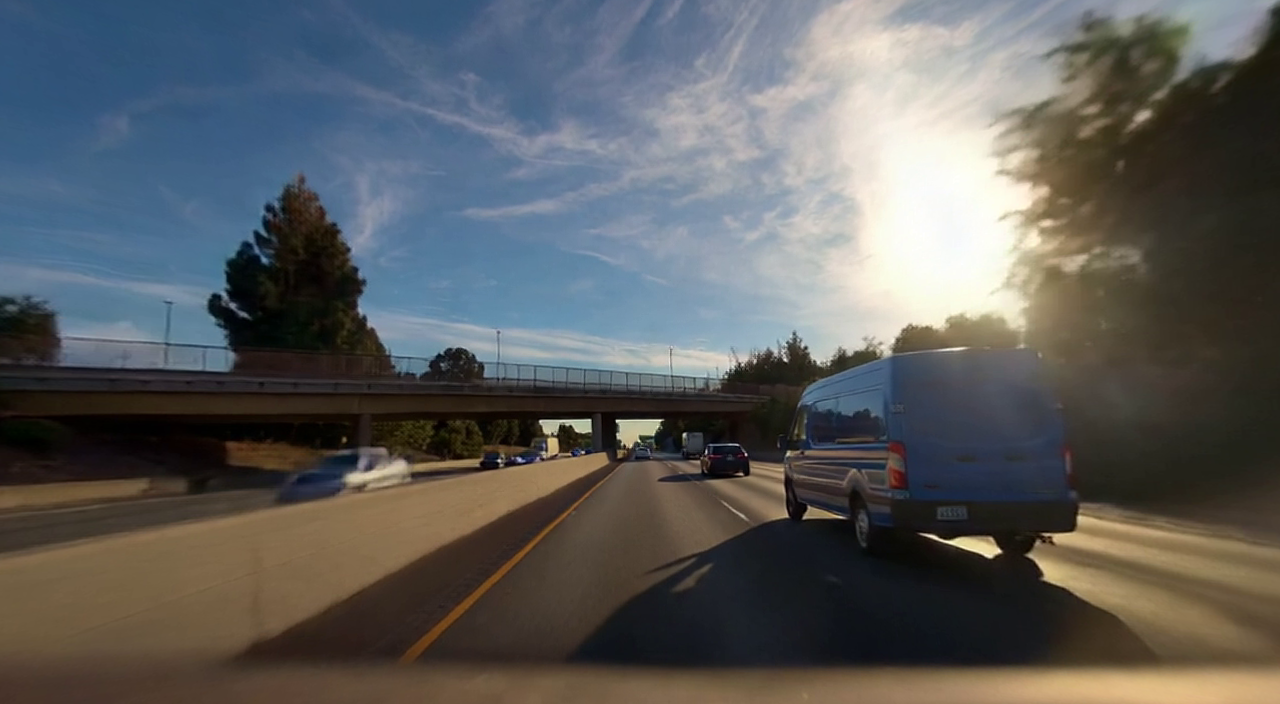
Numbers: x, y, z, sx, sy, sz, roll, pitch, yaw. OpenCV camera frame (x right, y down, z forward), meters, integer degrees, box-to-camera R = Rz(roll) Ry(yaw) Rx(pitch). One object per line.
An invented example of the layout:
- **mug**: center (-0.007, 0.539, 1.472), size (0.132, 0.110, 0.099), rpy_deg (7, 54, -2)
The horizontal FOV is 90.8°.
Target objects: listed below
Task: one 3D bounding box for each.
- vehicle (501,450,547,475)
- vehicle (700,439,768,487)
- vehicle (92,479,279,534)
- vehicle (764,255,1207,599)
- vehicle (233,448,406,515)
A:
- **vehicle**: center (-7.644, 7.292, 41.945), size (2.106, 1.549, 4.622), rpy_deg (0, -9, 1)
- **vehicle**: center (3.608, 4.351, 25.026), size (2.009, 1.731, 4.149), rpy_deg (0, -9, -1)
- **vehicle**: center (-11.338, 3.870, 16.190), size (1.563, 1.002, 4.410), rpy_deg (0, -9, -1)
- **vehicle**: center (3.780, 1.163, 9.249), size (2.460, 3.155, 6.902), rpy_deg (0, -9, 0)
- **vehicle**: center (-7.574, 3.074, 15.500), size (1.947, 1.385, 4.291), rpy_deg (0, -9, 0)
